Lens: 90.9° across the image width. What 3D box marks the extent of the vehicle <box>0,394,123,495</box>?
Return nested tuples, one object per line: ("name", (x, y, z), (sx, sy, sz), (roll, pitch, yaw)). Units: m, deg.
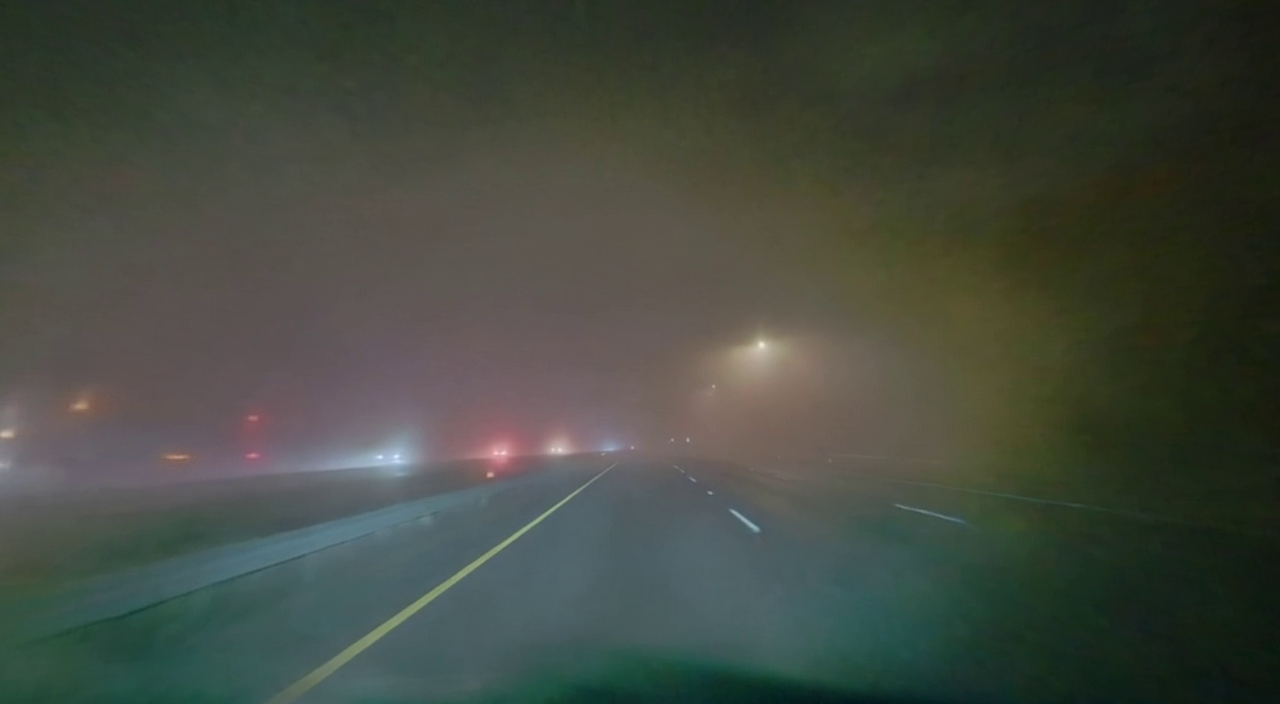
("vehicle", (-28.603, 4.279, 29.111), (2.959, 4.243, 7.308), (0, -8, 1))
